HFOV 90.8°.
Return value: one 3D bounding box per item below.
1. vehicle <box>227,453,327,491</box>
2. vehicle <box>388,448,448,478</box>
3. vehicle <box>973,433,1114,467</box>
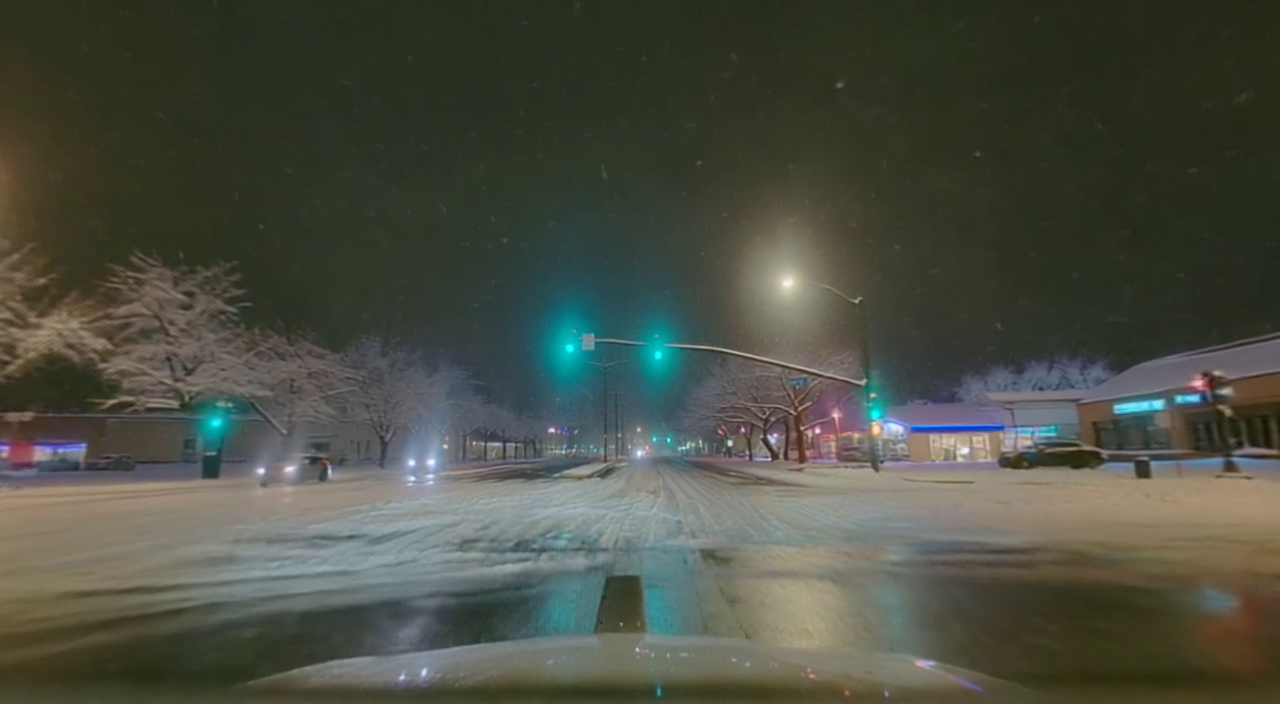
[{"bbox_3d":[-16.634,5.490,29.247,1.924,1.557,4.357,0,-9,1],"label":"vehicle"},{"bbox_3d":[-12.985,6.480,37.181,1.892,1.639,4.311,0,-9,1],"label":"vehicle"},{"bbox_3d":[20.881,5.098,32.917,5.587,1.689,2.605,0,-9,-3],"label":"vehicle"}]
